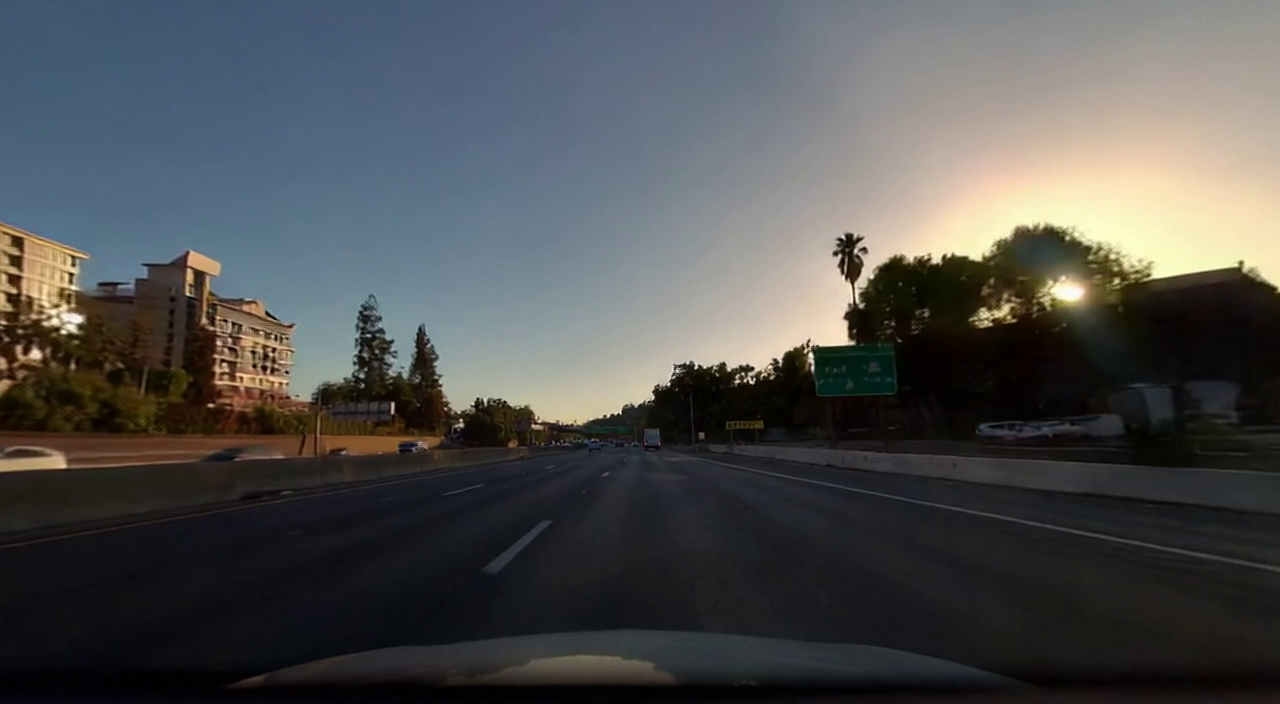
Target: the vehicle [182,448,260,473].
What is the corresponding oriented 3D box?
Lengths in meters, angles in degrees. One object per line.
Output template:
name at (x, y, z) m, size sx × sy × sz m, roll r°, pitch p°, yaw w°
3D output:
vehicle at (-26.949, 6.972, 40.566) m, size 1.841 × 1.472 × 4.562 m, roll 0°, pitch -8°, yaw 1°
